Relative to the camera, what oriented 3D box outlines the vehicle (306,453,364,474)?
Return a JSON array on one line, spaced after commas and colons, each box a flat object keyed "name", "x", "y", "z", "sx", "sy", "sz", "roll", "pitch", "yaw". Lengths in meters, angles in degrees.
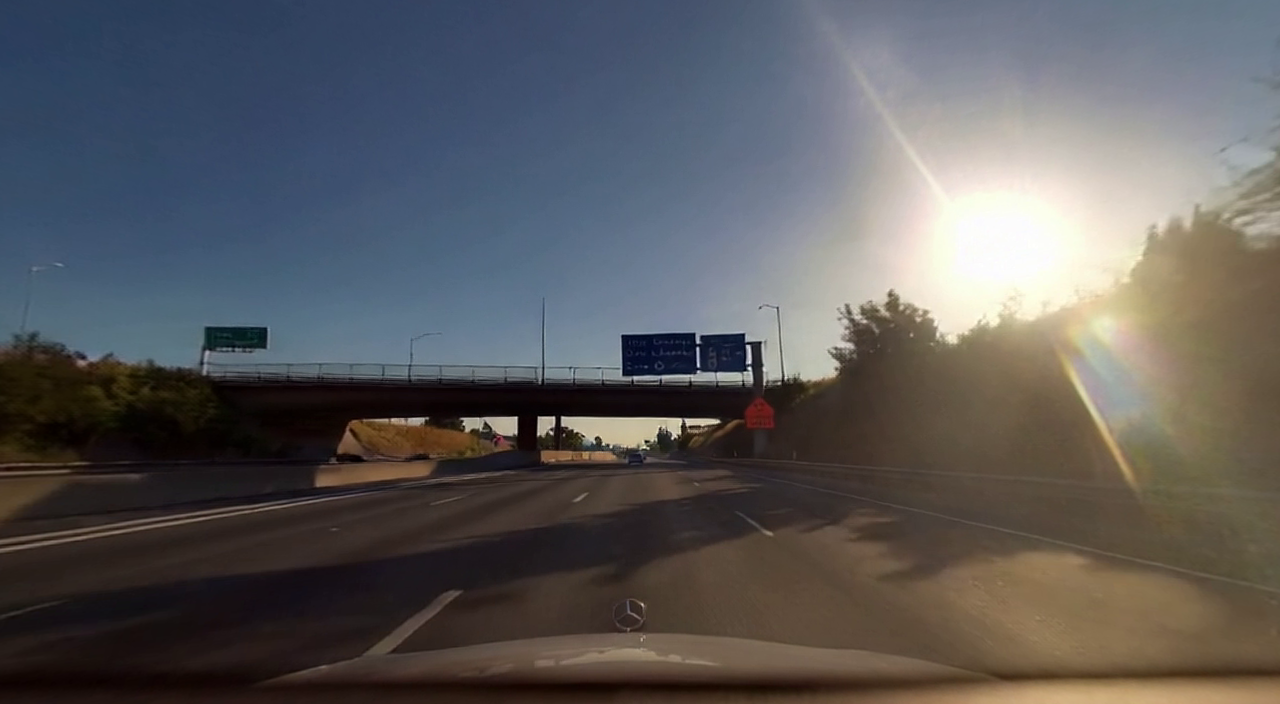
[{"name": "vehicle", "x": -22.647, "y": 8.305, "z": 46.982, "sx": 2.033, "sy": 1.455, "sz": 4.424, "roll": 0, "pitch": -9, "yaw": 1}]
